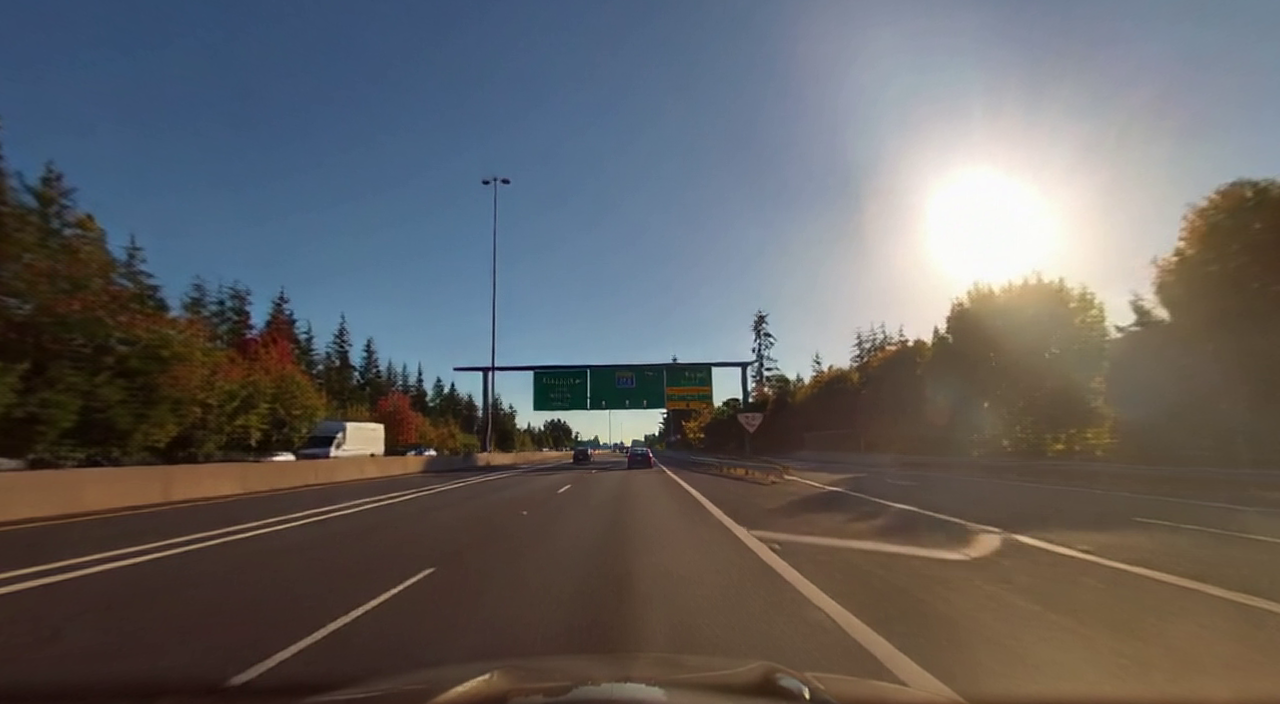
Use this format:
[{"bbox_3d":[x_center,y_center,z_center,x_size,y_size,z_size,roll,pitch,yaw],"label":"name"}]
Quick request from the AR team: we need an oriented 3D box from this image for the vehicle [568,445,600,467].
[{"bbox_3d":[-3.988,7.486,45.547,1.877,1.504,3.799,0,-9,1],"label":"vehicle"}]

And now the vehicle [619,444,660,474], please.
[{"bbox_3d":[-0.043,5.473,32.369,2.002,1.449,3.612,0,-9,-1],"label":"vehicle"}]

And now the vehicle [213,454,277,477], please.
[{"bbox_3d":[-27.845,7.981,44.578,1.904,1.509,4.165,0,-9,-2],"label":"vehicle"}]
